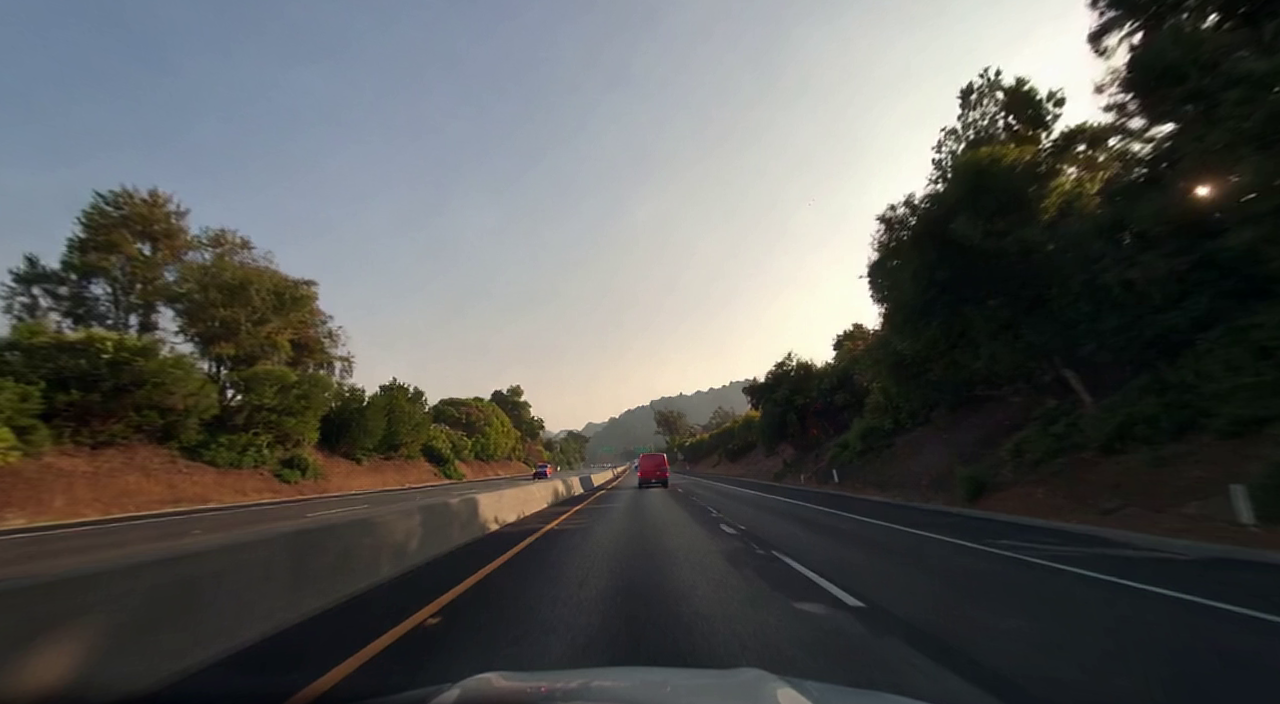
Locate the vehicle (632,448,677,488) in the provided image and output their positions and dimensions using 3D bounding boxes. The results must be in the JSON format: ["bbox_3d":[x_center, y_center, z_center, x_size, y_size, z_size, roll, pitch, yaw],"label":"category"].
[{"bbox_3d":[0.784,6.894,37.371,2.429,2.167,4.558,1,-11,-2],"label":"vehicle"}]
